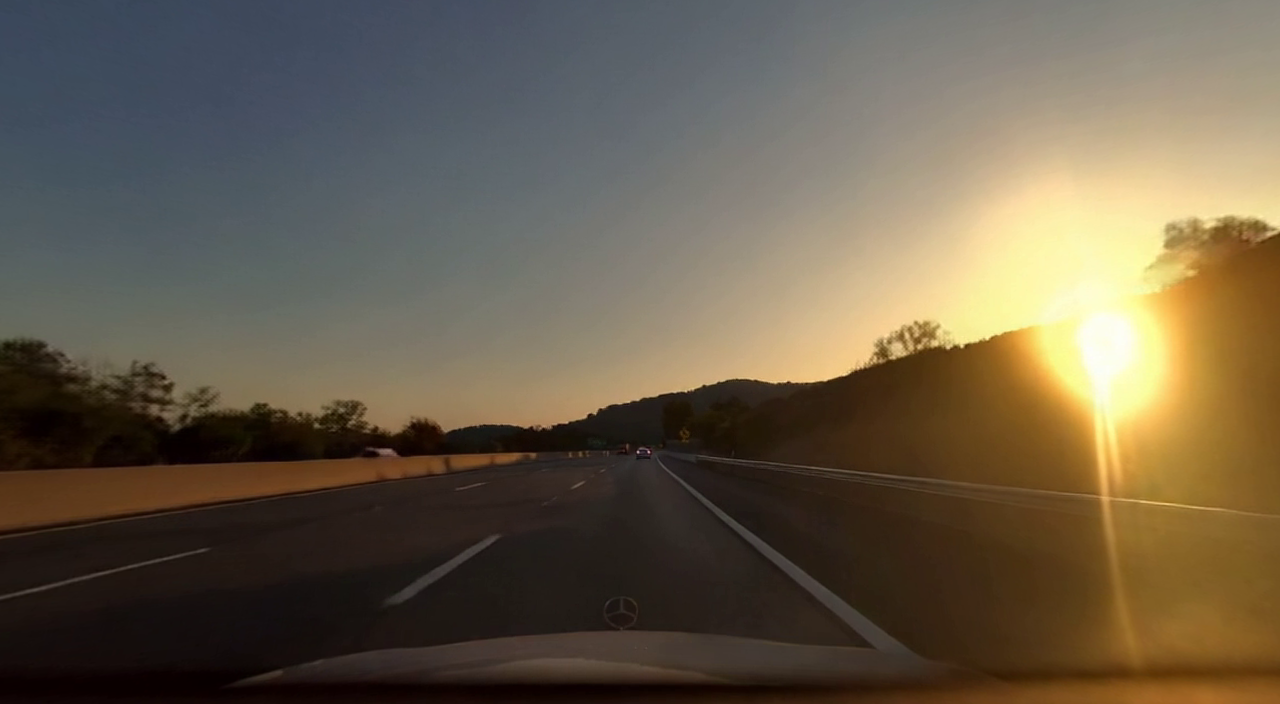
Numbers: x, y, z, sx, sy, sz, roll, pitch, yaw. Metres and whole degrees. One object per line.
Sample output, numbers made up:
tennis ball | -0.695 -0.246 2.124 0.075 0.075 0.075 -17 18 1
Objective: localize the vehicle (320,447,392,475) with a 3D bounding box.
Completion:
vehicle | -16.325 6.279 36.421 1.870 1.465 4.860 0 -9 0
